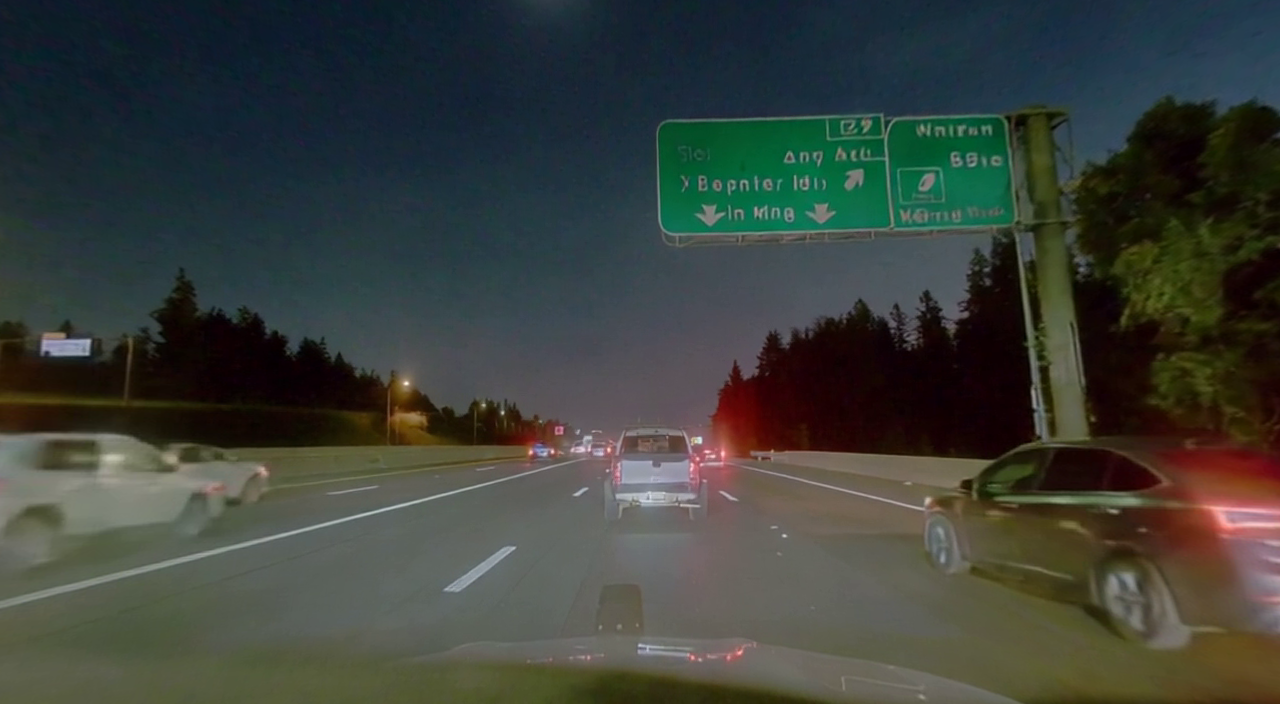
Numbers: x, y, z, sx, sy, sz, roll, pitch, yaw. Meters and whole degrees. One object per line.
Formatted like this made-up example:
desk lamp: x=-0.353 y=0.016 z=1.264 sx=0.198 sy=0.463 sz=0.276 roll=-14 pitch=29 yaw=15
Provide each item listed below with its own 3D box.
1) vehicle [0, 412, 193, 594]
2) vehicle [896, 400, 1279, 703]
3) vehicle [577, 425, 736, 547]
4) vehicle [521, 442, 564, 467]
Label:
vehicle: x=-6.918 y=1.389 z=5.802 sx=2.127 sy=1.644 sz=4.631 roll=0 pitch=-9 yaw=1
vehicle: x=4.055 y=1.307 z=5.114 sx=2.002 sy=1.499 sz=4.710 roll=0 pitch=-9 yaw=0
vehicle: x=0.222 y=2.024 z=10.116 sx=2.044 sy=1.554 sz=3.824 roll=0 pitch=-9 yaw=0
vehicle: x=-6.453 y=6.877 z=42.284 sx=2.035 sy=1.558 sz=4.773 roll=0 pitch=-9 yaw=2
